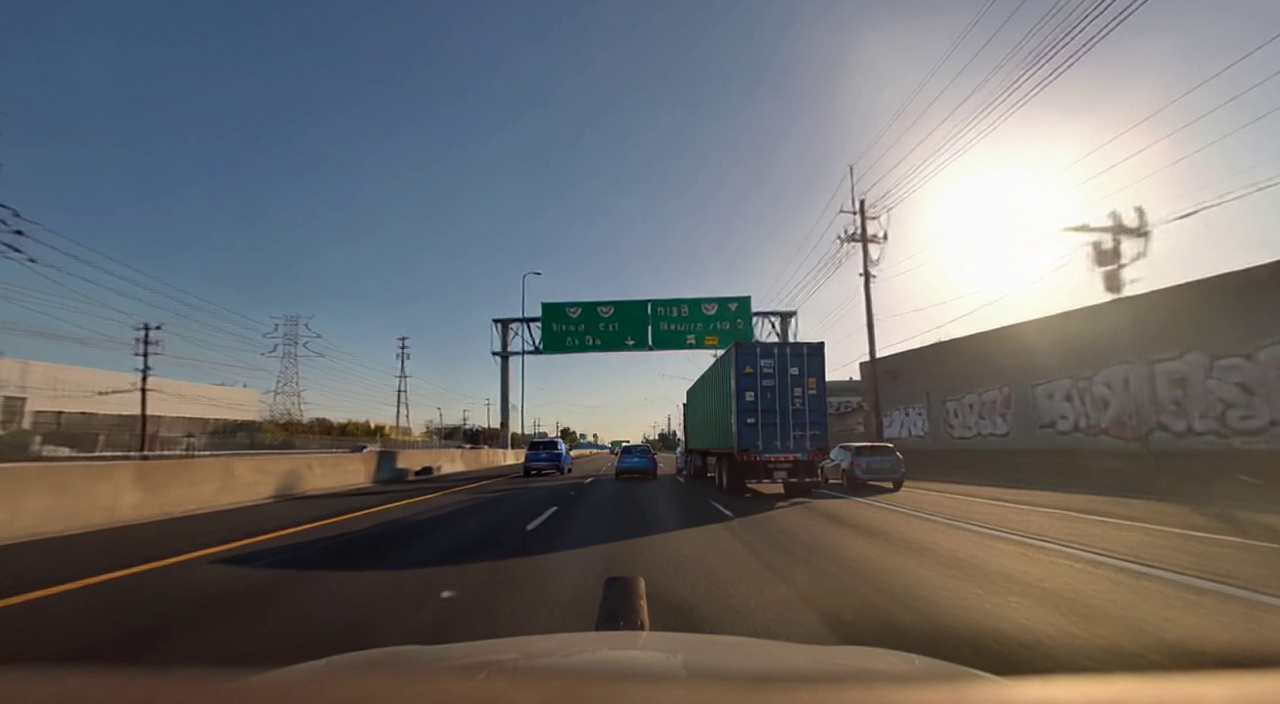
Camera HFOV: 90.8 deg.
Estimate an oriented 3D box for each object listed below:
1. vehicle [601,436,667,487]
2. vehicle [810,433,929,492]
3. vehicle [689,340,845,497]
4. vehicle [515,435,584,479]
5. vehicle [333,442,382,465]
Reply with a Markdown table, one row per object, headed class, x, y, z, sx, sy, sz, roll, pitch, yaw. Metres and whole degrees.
| class | x | y | z | sx | sy | sz | roll | pitch | yaw |
| --- | --- | --- | --- | --- | --- | --- | --- | --- | --- |
| vehicle | -0.198 | 3.959 | 23.159 | 2.191 | 1.685 | 4.015 | 0 | -9 | 0 |
| vehicle | 7.398 | 3.616 | 21.005 | 2.202 | 1.731 | 4.628 | 0 | -9 | 0 |
| vehicle | 3.753 | 2.688 | 22.899 | 2.800 | 4.039 | 13.179 | 0 | -9 | -1 |
| vehicle | -3.940 | 4.696 | 28.391 | 2.264 | 1.804 | 4.584 | 0 | -9 | 2 |
| vehicle | -21.846 | 7.876 | 49.029 | 1.869 | 1.663 | 4.408 | 0 | -9 | -1 |
